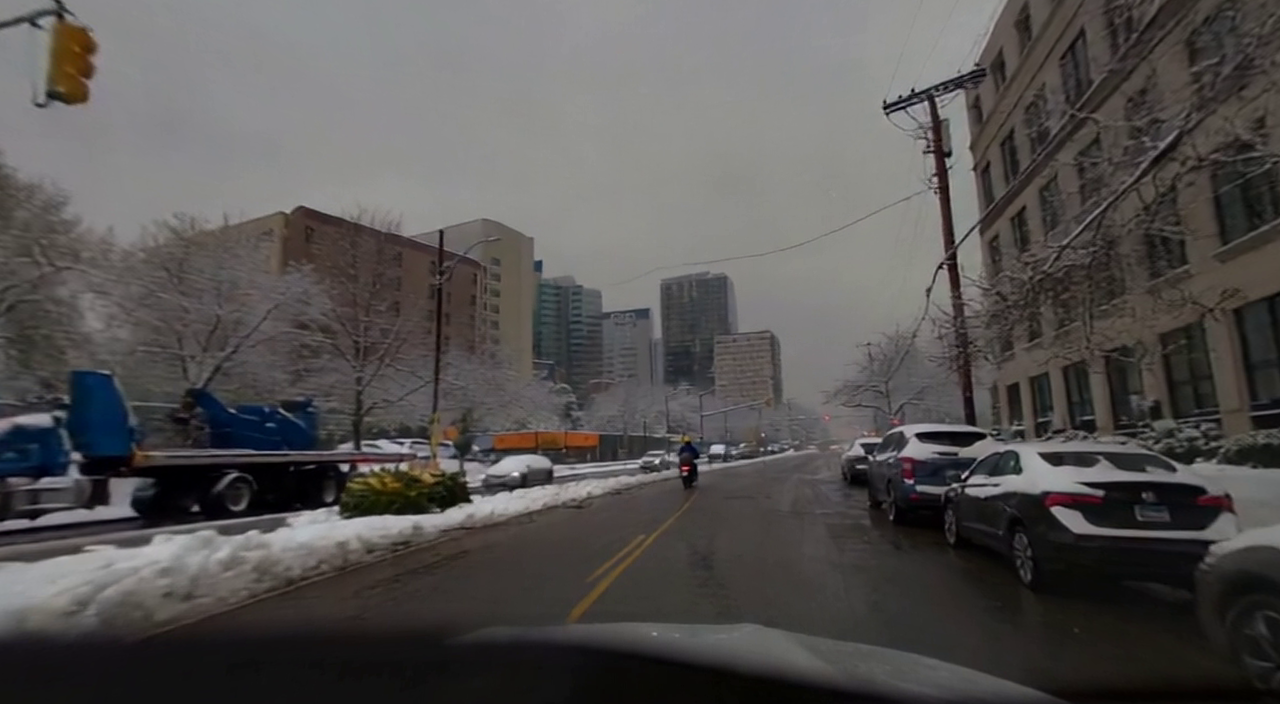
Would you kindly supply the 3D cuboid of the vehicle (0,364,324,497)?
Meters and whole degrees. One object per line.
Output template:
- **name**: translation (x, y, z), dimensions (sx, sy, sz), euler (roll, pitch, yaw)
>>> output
- **vehicle**: translation (-17.715, 2.607, 20.269), dimensions (3.442, 3.445, 16.952), euler (-2, -9, 13)

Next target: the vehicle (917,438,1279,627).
- **vehicle**: translation (4.838, 1.761, 7.406), dimensions (1.826, 1.469, 4.608), euler (-1, -8, 10)

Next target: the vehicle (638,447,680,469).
- **vehicle**: translation (1.511, 8.126, 48.557), dimensions (1.905, 1.536, 4.714), euler (-3, -9, 18)

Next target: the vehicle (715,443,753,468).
- **vehicle**: translation (6.442, 6.988, 43.019), dimensions (1.925, 1.602, 4.090), euler (-2, -8, 18)

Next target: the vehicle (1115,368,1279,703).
- **vehicle**: translation (3.618, 0.738, 1.423), dimensions (2.077, 1.685, 4.493), euler (-1, -8, 9)
